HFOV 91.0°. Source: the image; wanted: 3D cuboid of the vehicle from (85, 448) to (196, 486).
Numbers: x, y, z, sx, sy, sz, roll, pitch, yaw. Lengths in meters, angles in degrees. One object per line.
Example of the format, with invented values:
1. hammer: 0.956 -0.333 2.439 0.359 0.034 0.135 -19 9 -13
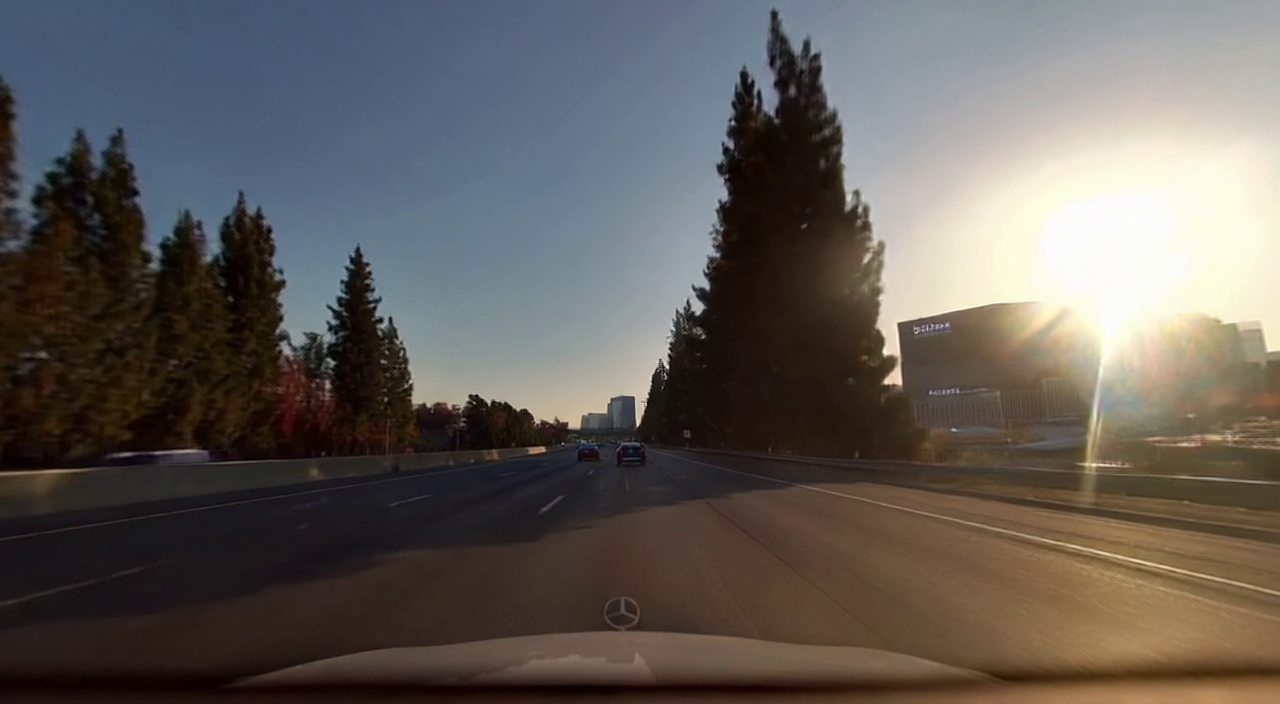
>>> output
1. vehicle: -27.165 6.216 34.466 2.288 1.842 4.610 0 -8 -1

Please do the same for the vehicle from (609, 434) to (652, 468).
1. vehicle: -0.571 5.703 36.360 2.302 1.810 4.707 0 -8 -1
